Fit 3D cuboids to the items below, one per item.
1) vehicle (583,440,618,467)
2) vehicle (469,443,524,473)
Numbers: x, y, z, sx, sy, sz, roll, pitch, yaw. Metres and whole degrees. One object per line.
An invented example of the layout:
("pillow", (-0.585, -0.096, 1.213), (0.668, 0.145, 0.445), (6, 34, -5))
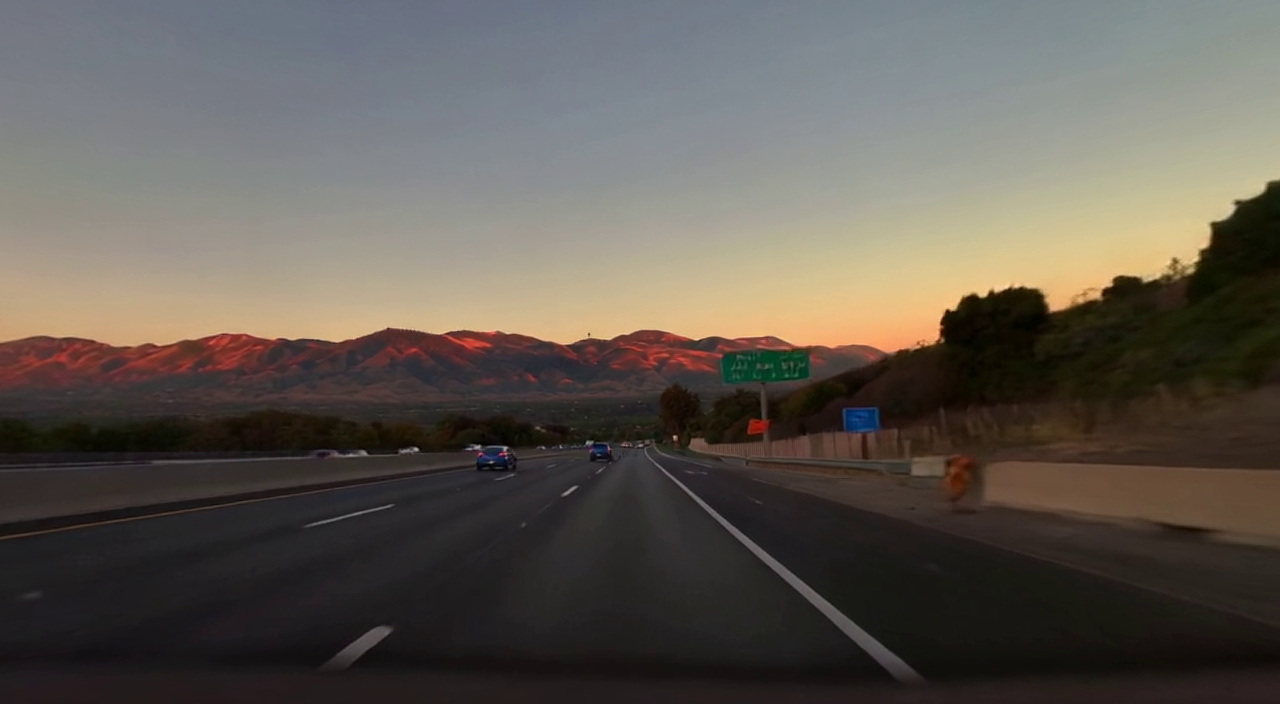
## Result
("vehicle", (-2.697, 7.074, 44.165), (2.029, 1.753, 4.718), (0, -9, 1))
("vehicle", (-7.764, 5.785, 34.626), (1.930, 1.508, 4.567), (0, -9, 0))
